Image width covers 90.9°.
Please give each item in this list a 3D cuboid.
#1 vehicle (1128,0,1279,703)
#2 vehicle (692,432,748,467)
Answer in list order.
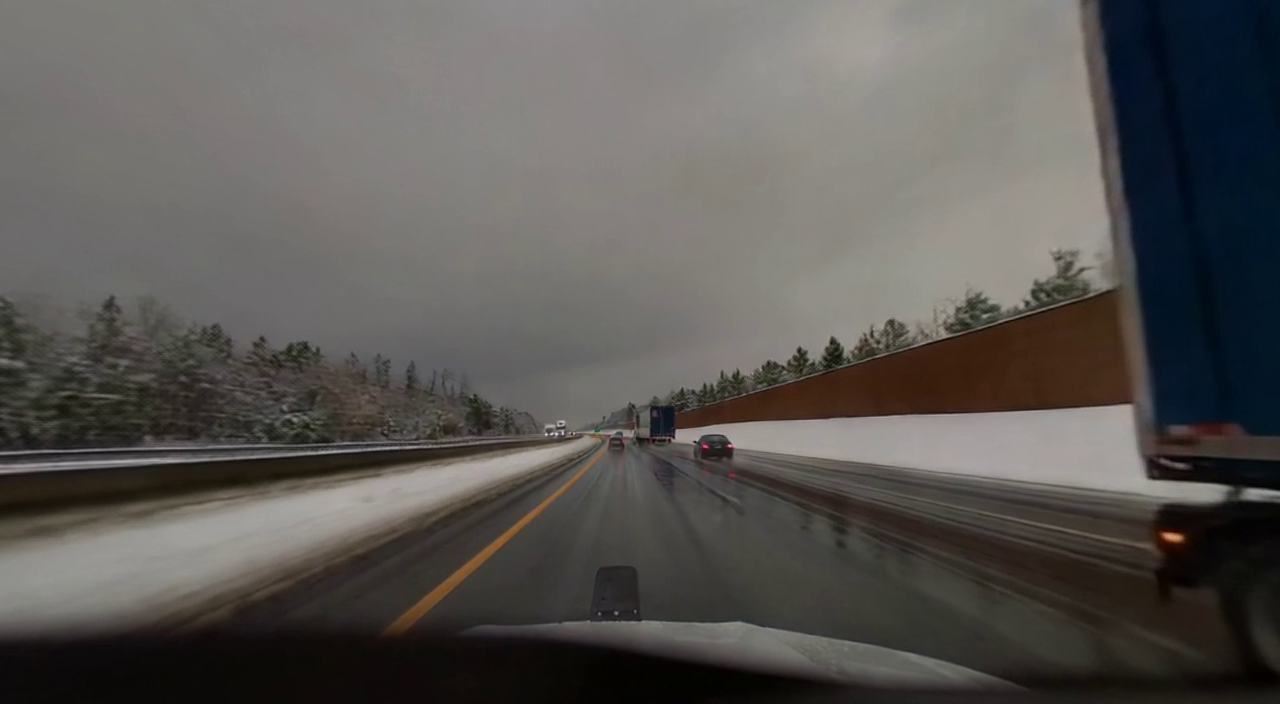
[{"bbox_3d":[4.362,-0.707,0.250,3.048,4.142,6.359,0,-7,-1],"label":"vehicle"},{"bbox_3d":[3.545,4.391,28.751,1.813,1.454,4.197,0,-7,-3],"label":"vehicle"}]
